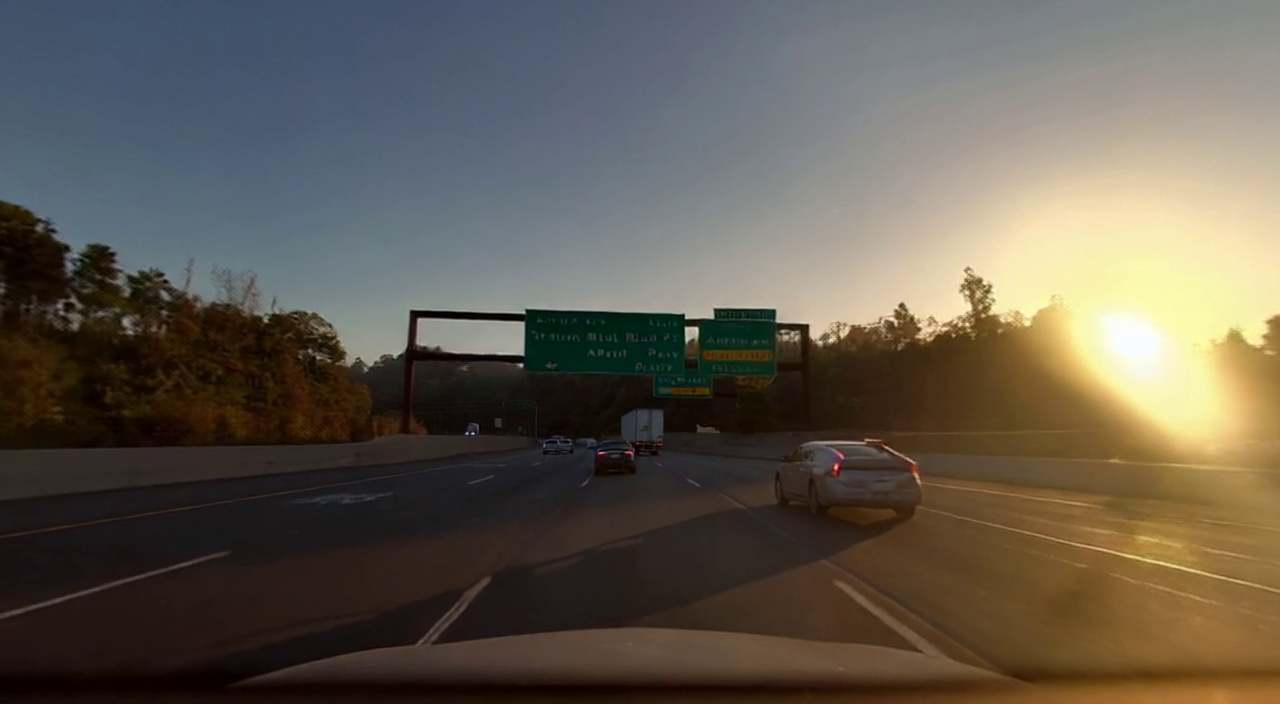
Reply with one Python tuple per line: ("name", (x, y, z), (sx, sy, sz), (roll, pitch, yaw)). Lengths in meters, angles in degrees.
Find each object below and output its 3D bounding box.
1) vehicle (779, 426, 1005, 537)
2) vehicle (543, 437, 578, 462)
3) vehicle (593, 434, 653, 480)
("vehicle", (3.902, 2.080, 10.761), (1.971, 1.472, 4.301), (0, -8, -1))
("vehicle", (-5.215, 6.485, 41.962), (2.072, 1.512, 4.043), (0, -8, -4))
("vehicle", (-0.635, 3.850, 23.295), (2.020, 1.516, 3.951), (0, -9, -2))
